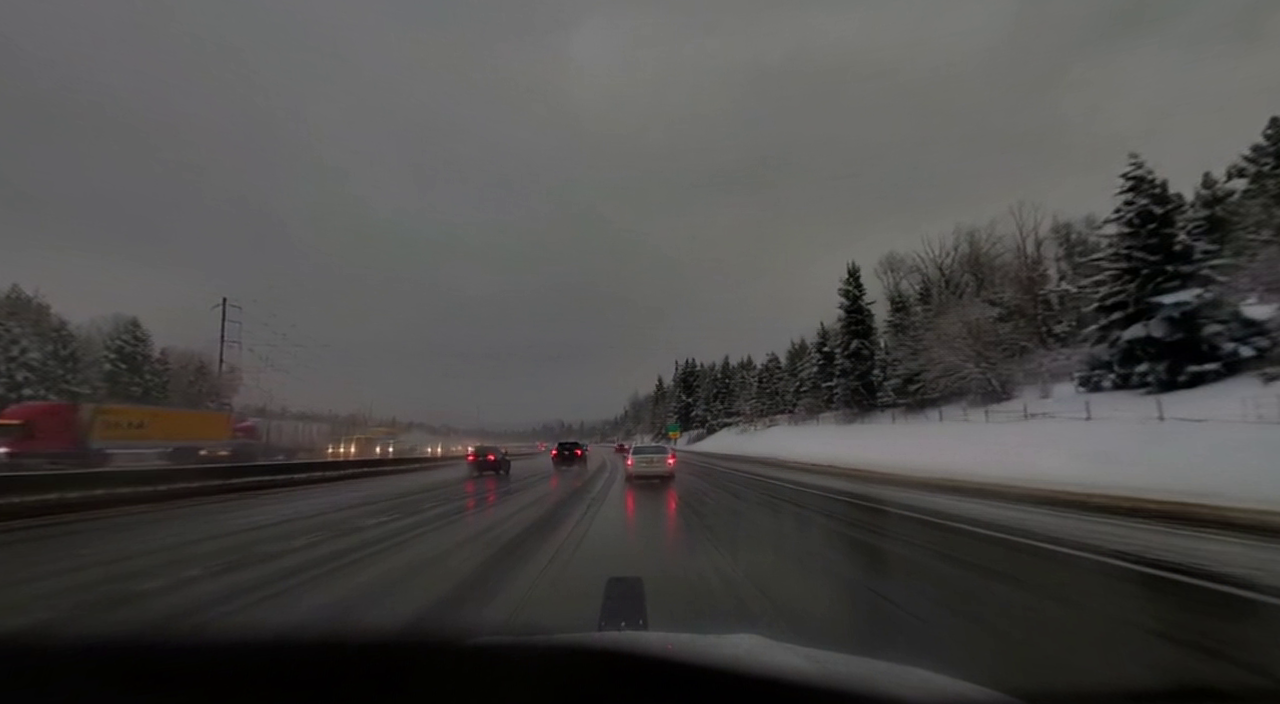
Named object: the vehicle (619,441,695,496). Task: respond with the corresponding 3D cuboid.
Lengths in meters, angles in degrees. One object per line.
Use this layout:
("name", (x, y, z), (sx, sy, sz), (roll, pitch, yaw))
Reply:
("vehicle", (0.413, 3.529, 19.525), (2.082, 1.482, 4.126), (0, -8, -2))

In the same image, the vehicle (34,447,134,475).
("vehicle", (-31.510, 6.164, 35.915), (1.776, 1.441, 4.483), (1, -8, -3))

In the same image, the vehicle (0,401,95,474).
("vehicle", (-35.599, 4.989, 36.736), (2.937, 3.891, 5.144), (1, -8, -3))

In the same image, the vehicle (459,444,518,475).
("vehicle", (-7.714, 5.501, 32.618), (1.974, 1.464, 4.733), (0, -8, -1))

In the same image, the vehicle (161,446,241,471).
("vehicle", (-28.083, 6.771, 40.535), (1.884, 1.493, 4.905), (1, -8, -4))

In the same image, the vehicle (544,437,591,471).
("vehicle", (-4.085, 5.855, 36.376), (2.289, 1.777, 4.534), (0, -8, -2))
